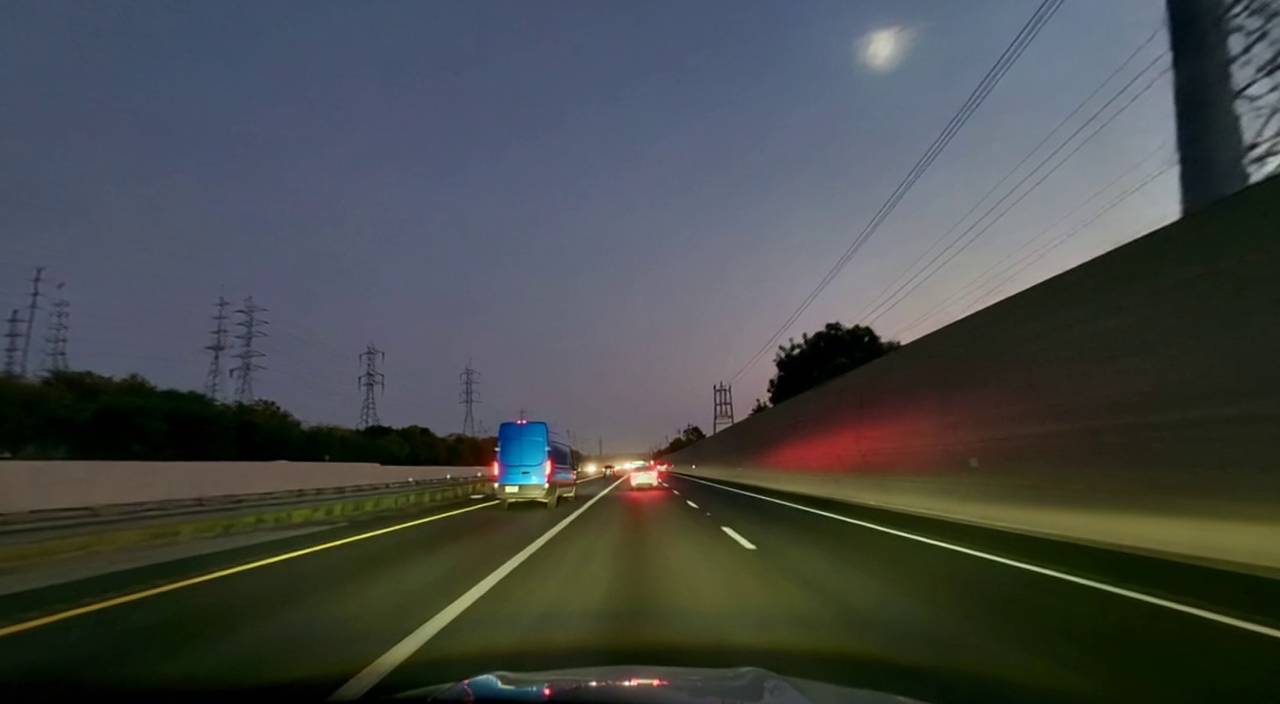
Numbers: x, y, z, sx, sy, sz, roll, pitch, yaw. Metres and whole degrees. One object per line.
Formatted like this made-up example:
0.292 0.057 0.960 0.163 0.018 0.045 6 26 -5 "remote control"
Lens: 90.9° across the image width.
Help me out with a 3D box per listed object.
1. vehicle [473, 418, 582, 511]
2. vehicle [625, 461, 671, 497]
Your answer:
-3.534 3.846 21.467 2.394 2.609 6.875 1 -11 0 "vehicle"
0.336 5.916 29.531 2.006 1.554 3.863 1 -11 0 "vehicle"
